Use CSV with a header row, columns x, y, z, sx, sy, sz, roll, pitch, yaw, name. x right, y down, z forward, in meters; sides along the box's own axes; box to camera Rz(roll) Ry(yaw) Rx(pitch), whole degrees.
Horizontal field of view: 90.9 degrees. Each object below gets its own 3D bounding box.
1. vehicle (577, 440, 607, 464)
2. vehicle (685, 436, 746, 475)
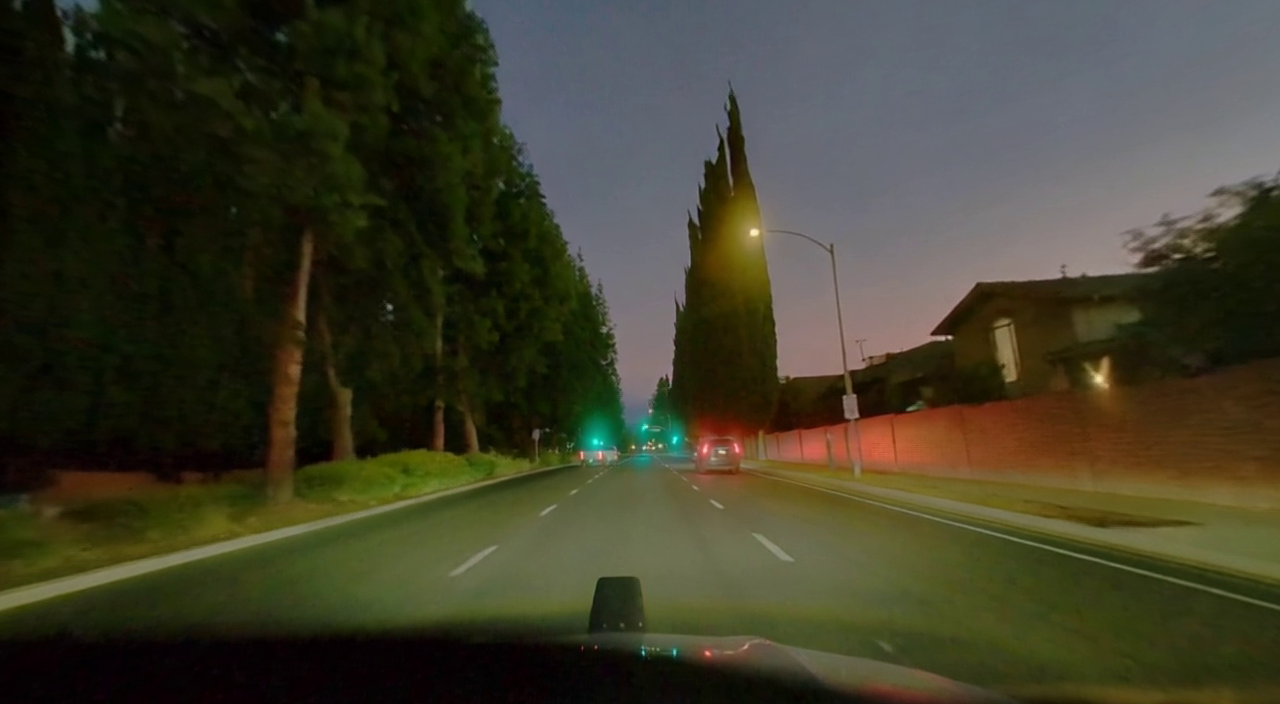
x,y,z,sx,sy,sz,roll,pitch,yaw,name
-3.649,7.692,48.692,2.002,1.747,4.728,0,-8,0,vehicle
3.551,4.983,30.627,2.321,1.695,5.037,0,-8,-1,vehicle
